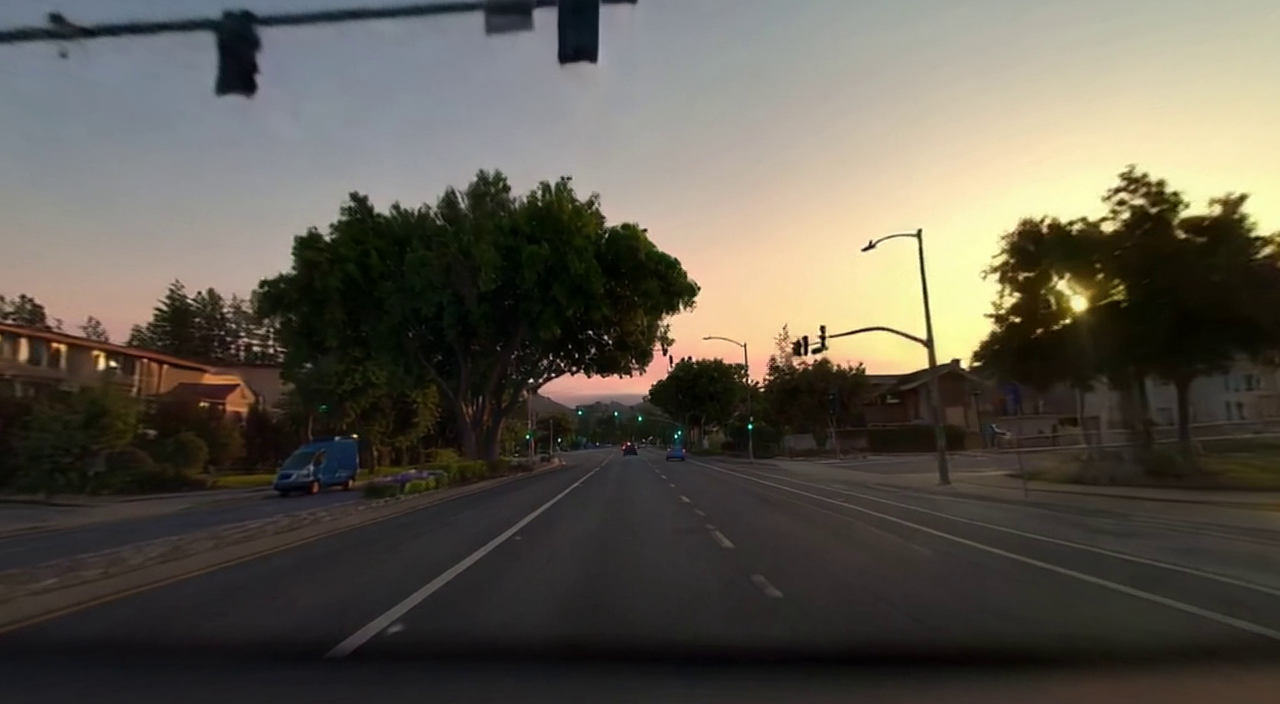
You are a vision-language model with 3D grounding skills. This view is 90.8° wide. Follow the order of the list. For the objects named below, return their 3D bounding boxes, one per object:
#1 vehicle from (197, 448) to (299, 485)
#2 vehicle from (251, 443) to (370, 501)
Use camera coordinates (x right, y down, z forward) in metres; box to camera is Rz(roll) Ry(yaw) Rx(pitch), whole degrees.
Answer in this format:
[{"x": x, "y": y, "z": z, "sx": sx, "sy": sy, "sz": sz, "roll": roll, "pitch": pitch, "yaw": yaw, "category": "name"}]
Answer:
[{"x": -21.371, "y": 6.222, "z": 34.542, "sx": 4.323, "sy": 1.678, "sz": 1.890, "roll": -2, "pitch": -7, "yaw": -2, "category": "vehicle"}, {"x": -13.807, "y": 5.001, "z": 26.936, "sx": 2.346, "sy": 2.217, "sz": 5.290, "roll": 0, "pitch": -8, "yaw": -2, "category": "vehicle"}]
